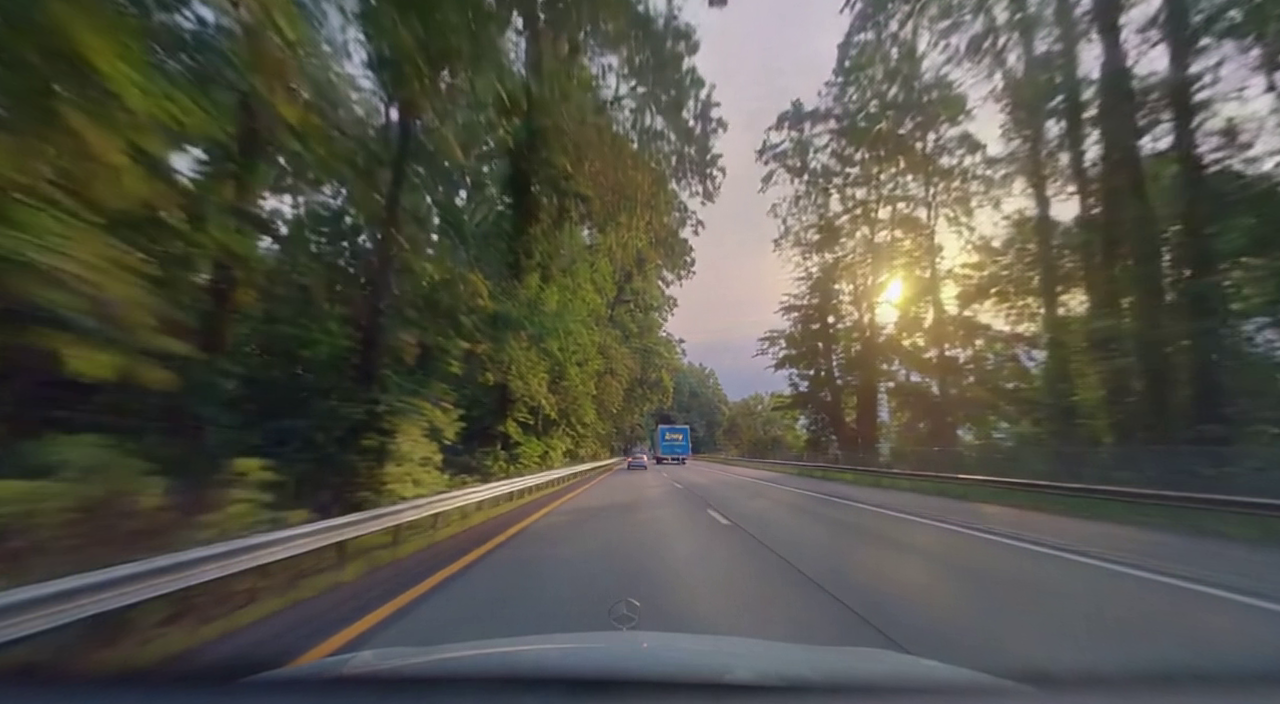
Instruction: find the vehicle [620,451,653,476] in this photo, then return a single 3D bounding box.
[{"bbox_3d":[-0.233,7.316,41.558,2.057,1.528,3.958,-1,-9,0],"label":"vehicle"}]
